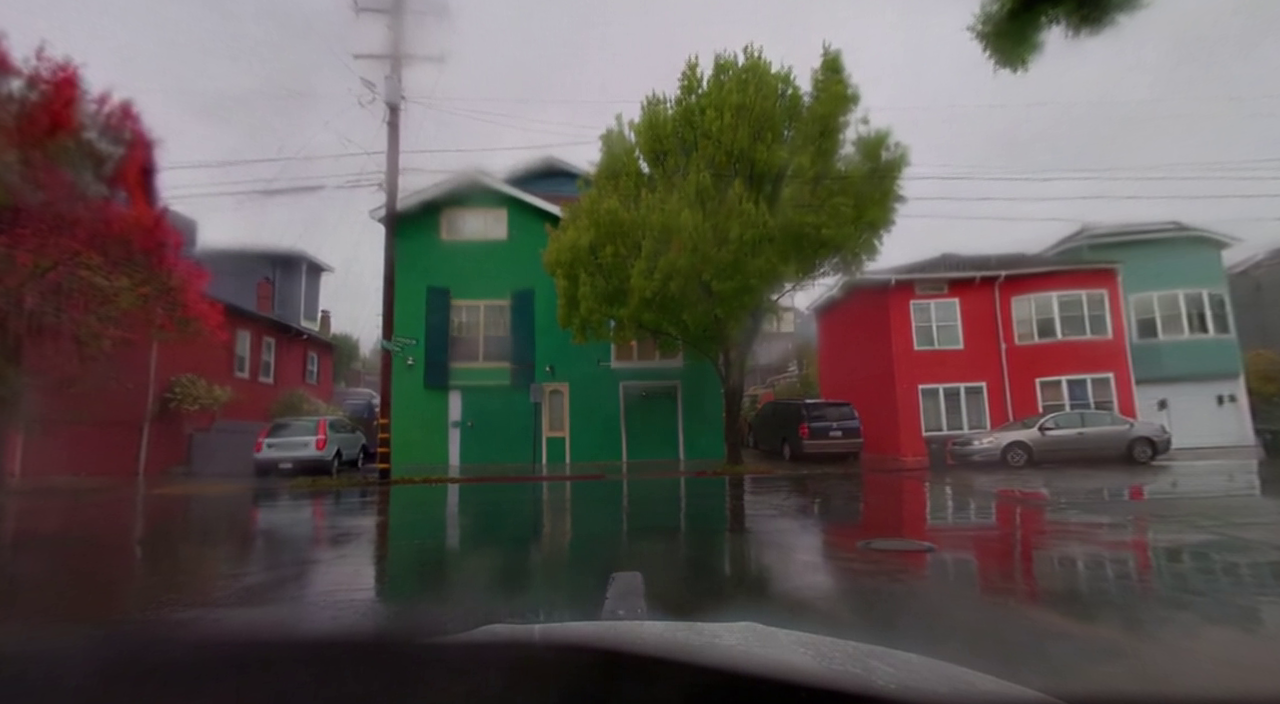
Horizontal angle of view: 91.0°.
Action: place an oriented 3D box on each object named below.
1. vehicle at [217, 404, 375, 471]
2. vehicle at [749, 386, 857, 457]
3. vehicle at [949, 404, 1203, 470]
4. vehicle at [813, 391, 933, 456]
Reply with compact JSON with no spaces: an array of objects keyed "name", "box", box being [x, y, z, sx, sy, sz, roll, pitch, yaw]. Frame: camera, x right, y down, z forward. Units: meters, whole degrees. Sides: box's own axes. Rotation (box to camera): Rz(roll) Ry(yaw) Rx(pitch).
[{"name":"vehicle","box":[-10.042,2.591,18.933,2.091,1.760,4.760,0,-8,-1]},{"name":"vehicle","box":[4.772,2.132,19.179,2.081,1.891,4.367,1,-7,-1]},{"name":"vehicle","box":[10.381,2.070,15.298,4.644,1.482,1.997,0,-8,1]},{"name":"vehicle","box":[6.959,2.254,19.295,2.053,1.756,4.034,1,-9,-1]}]
